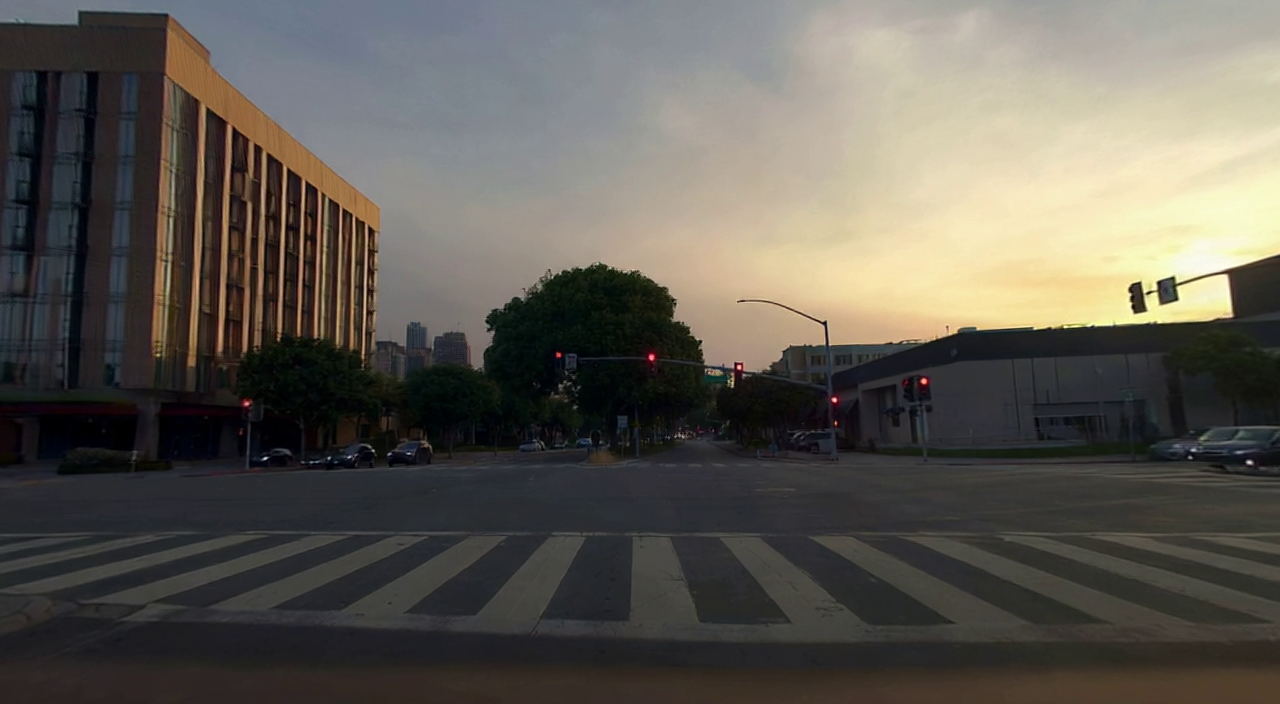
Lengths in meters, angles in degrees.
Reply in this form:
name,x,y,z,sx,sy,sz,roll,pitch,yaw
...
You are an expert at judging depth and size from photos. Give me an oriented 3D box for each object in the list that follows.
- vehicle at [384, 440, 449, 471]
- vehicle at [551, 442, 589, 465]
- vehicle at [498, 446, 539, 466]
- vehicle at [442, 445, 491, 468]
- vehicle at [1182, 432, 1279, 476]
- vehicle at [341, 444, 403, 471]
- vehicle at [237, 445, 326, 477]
name,x,y,z,sx,sy,sz,roll,pitch,yaw
vehicle,-15.195,7.036,43.137,2.340,1.946,5.450,0,-9,1
vehicle,-4.580,6.711,41.667,1.954,1.431,4.050,0,-9,2
vehicle,-8.161,7.008,42.591,1.910,1.321,3.692,0,-9,1
vehicle,-11.688,7.074,42.684,1.911,1.476,4.297,-1,-9,2
vehicle,22.286,3.588,22.258,4.474,1.477,1.908,0,-9,-3
vehicle,-18.611,7.342,43.980,2.237,1.801,4.541,0,-9,1
vehicle,-22.501,6.820,39.780,2.032,1.839,4.884,-2,-9,13
